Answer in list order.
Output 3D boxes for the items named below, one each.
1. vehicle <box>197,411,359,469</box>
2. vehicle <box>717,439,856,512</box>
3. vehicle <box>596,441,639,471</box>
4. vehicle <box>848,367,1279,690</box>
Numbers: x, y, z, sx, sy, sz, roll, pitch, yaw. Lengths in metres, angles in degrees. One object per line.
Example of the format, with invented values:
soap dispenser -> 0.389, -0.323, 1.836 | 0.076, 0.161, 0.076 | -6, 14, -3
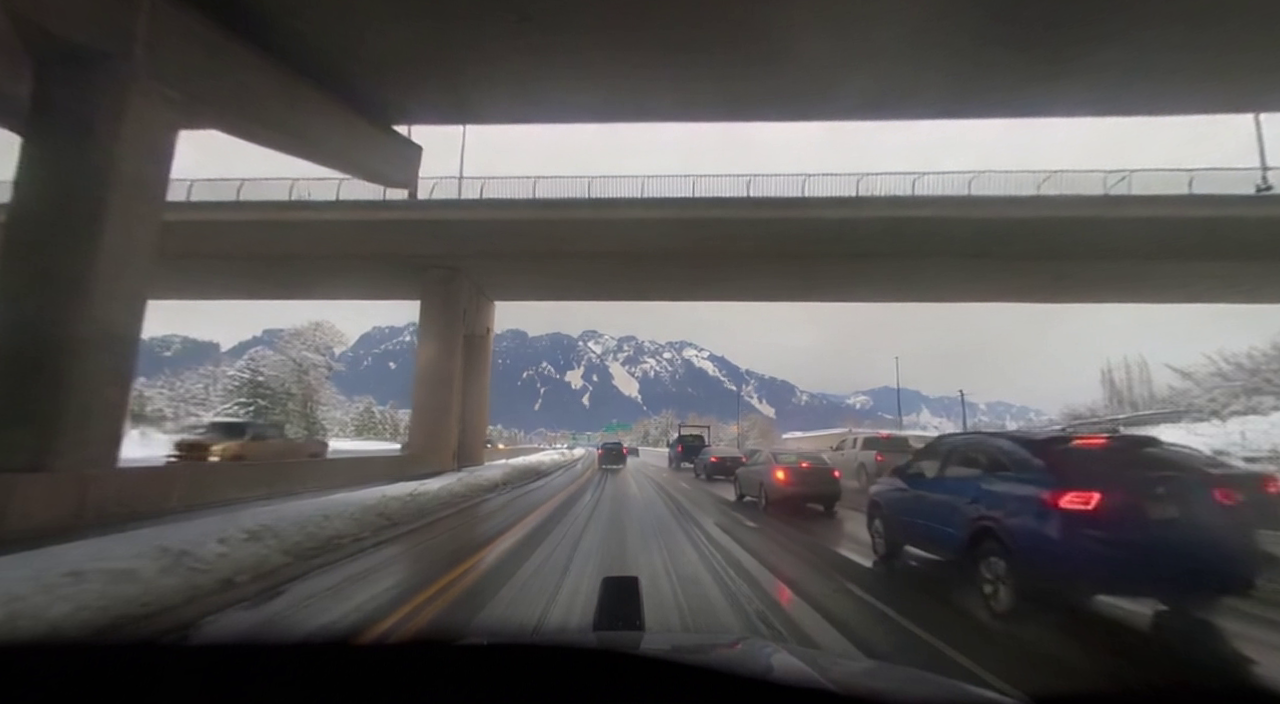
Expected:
vehicle -> -12.143, 3.068, 21.874 | 2.244, 1.735, 5.873 | 0, -8, -1
vehicle -> 3.258, 2.848, 15.176 | 2.074, 1.455, 4.646 | 0, -8, -2
vehicle -> -1.229, 5.739, 35.094 | 2.266, 1.549, 3.978 | 0, -8, -2
vehicle -> 4.040, 1.322, 6.027 | 2.276, 1.739, 5.040 | 0, -8, -2
